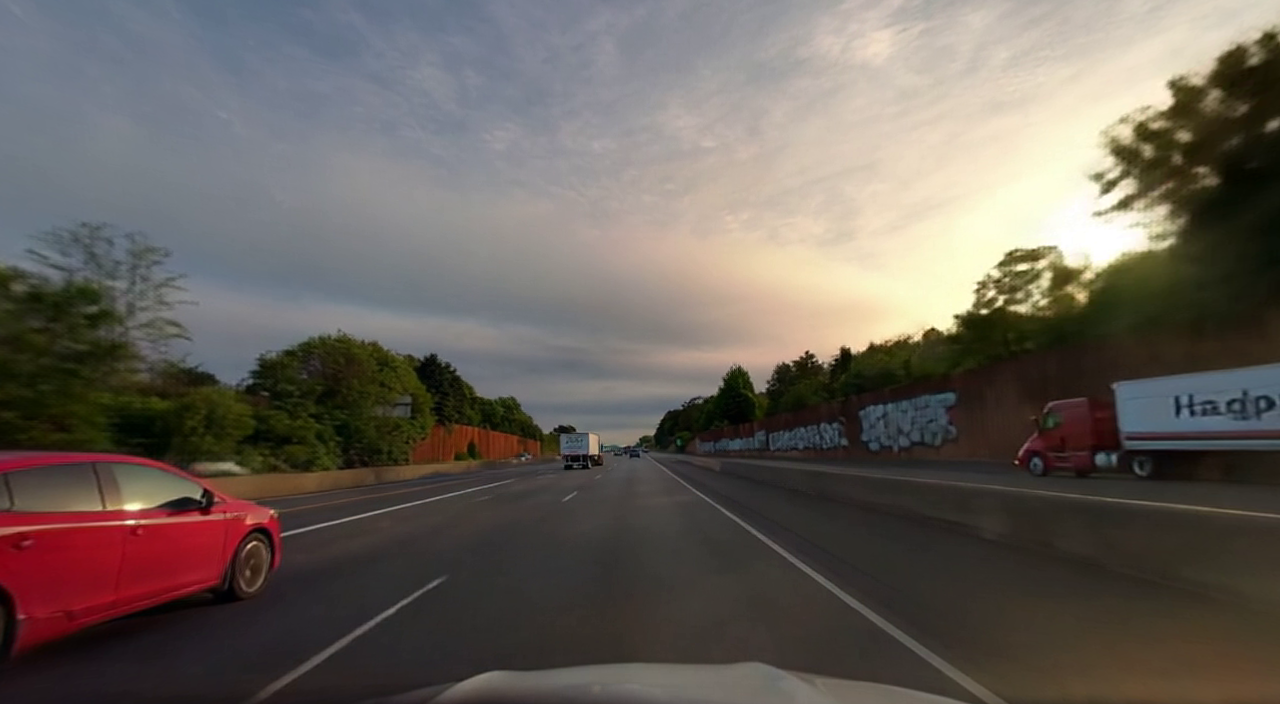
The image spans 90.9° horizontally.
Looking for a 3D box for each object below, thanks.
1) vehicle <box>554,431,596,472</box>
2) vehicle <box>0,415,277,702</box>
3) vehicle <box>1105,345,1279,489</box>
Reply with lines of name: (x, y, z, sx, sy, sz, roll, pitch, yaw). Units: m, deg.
vehicle: (-4.255, 6.645, 42.232, 2.305, 2.517, 5.486, 0, -9, 0)
vehicle: (-4.348, 1.107, 3.450, 2.024, 1.476, 4.466, -1, -9, 1)
vehicle: (20.007, 1.699, 17.151, 2.782, 4.082, 12.925, 1, -9, -12)
